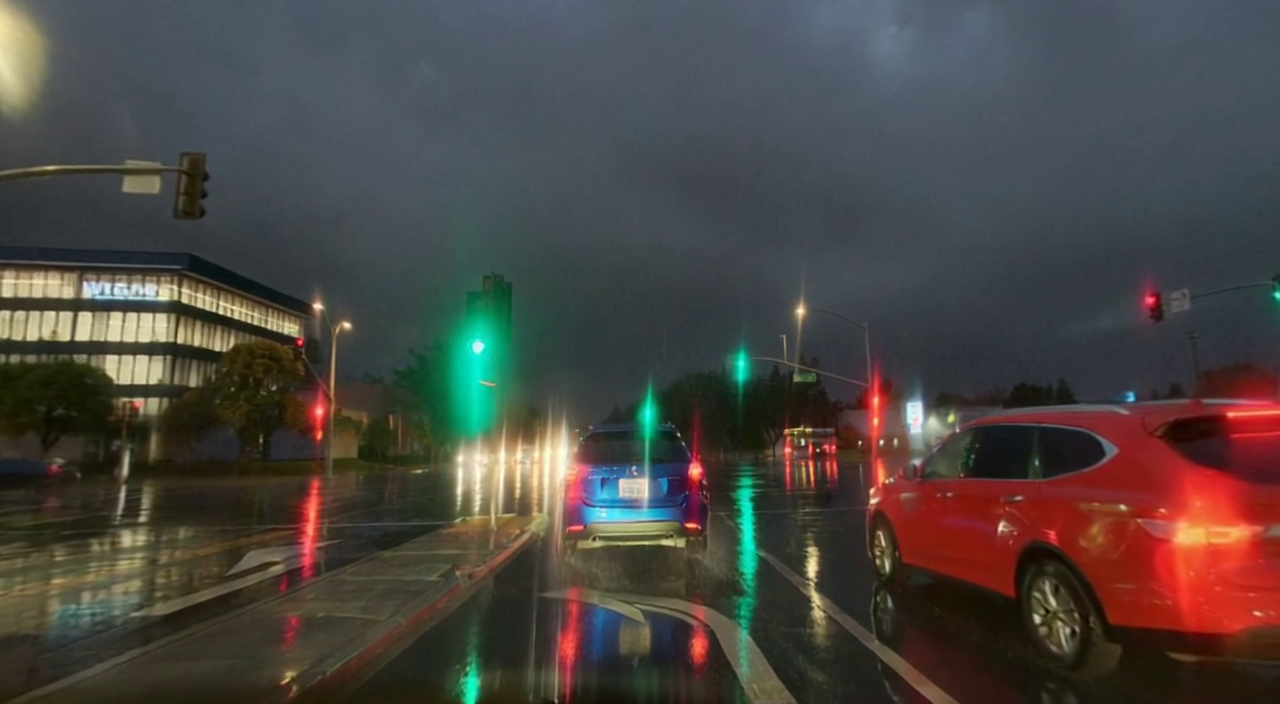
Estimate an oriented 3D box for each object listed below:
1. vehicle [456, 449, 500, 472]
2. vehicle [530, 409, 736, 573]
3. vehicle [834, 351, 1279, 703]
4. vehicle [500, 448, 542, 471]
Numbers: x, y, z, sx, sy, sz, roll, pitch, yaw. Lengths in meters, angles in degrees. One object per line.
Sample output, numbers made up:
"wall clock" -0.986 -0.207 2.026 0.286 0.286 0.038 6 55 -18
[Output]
"vehicle" -11.816 7.914 46.427 2.005 1.596 4.342 -1 -9 1
"vehicle" -0.120 1.844 9.179 2.238 1.762 4.445 0 -9 -1
"vehicle" 3.209 1.150 4.770 2.040 1.674 4.455 0 -9 0
"vehicle" -8.543 7.742 45.738 2.163 1.529 4.210 0 -9 1
